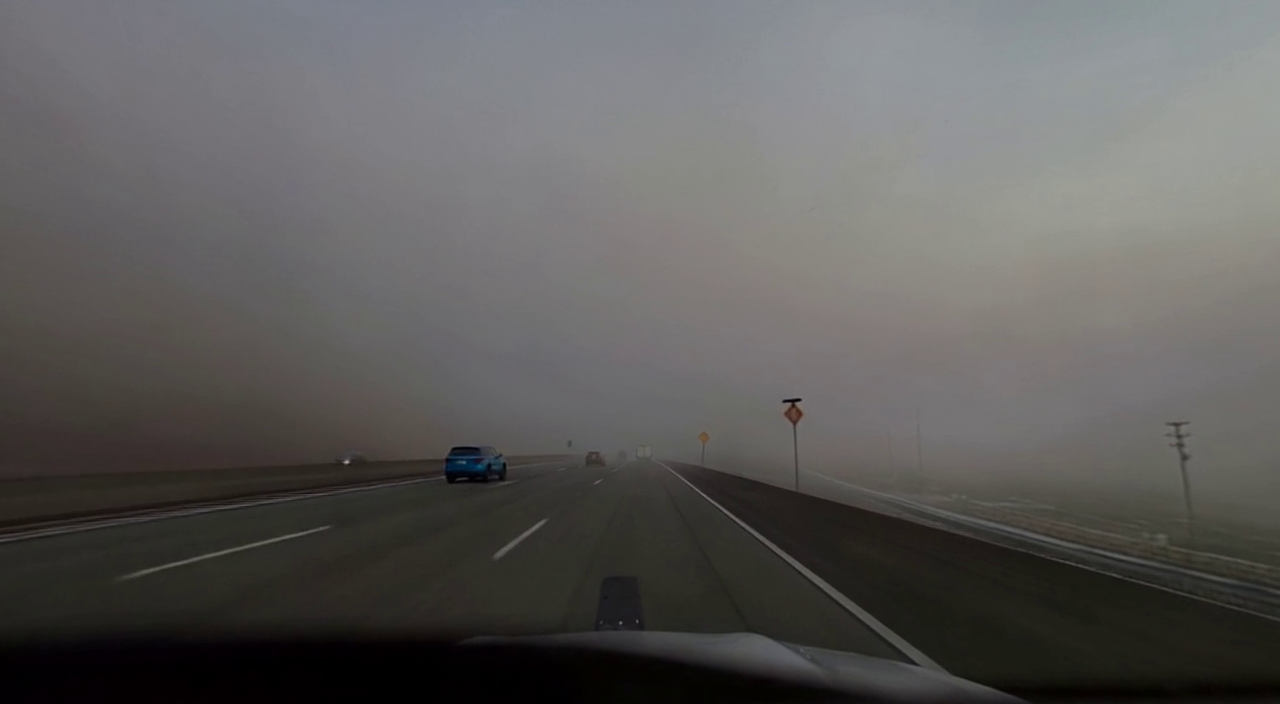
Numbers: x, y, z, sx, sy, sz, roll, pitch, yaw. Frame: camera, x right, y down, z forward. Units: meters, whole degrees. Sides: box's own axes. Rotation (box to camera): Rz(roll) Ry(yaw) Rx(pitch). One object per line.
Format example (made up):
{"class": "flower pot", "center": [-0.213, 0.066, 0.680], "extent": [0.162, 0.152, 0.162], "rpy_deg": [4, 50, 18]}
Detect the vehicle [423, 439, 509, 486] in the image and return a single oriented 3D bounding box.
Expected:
{"class": "vehicle", "center": [-6.920, 4.443, 25.648], "extent": [2.055, 1.683, 4.804], "rpy_deg": [0, -9, 1]}
